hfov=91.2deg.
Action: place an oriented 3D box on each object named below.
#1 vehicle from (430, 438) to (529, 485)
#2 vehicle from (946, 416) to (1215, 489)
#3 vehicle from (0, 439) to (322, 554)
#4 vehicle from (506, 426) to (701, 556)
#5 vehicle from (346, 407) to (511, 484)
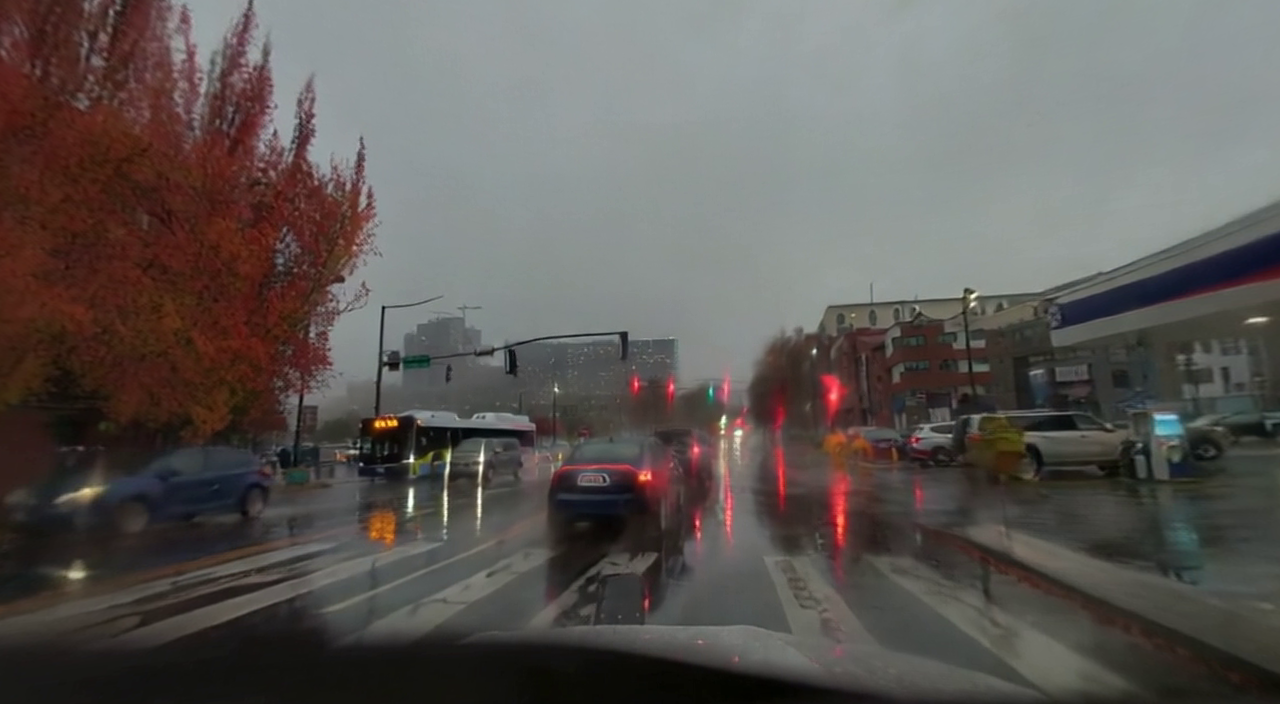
[{"bbox_3d":[-6.433,4.476,25.905,2.147,1.741,5.239,-1,-9,7],"label":"vehicle"},{"bbox_3d":[10.611,2.498,15.535,4.894,1.451,2.089,-4,-9,8],"label":"vehicle"},{"bbox_3d":[-8.553,2.469,11.616,2.054,1.599,5.178,-1,-9,8],"label":"vehicle"},{"bbox_3d":[-0.268,1.970,9.575,2.092,1.507,4.078,-2,-9,9],"label":"vehicle"},{"bbox_3d":[-10.093,4.814,32.124,3.189,3.205,11.526,-1,-9,7],"label":"vehicle"}]
